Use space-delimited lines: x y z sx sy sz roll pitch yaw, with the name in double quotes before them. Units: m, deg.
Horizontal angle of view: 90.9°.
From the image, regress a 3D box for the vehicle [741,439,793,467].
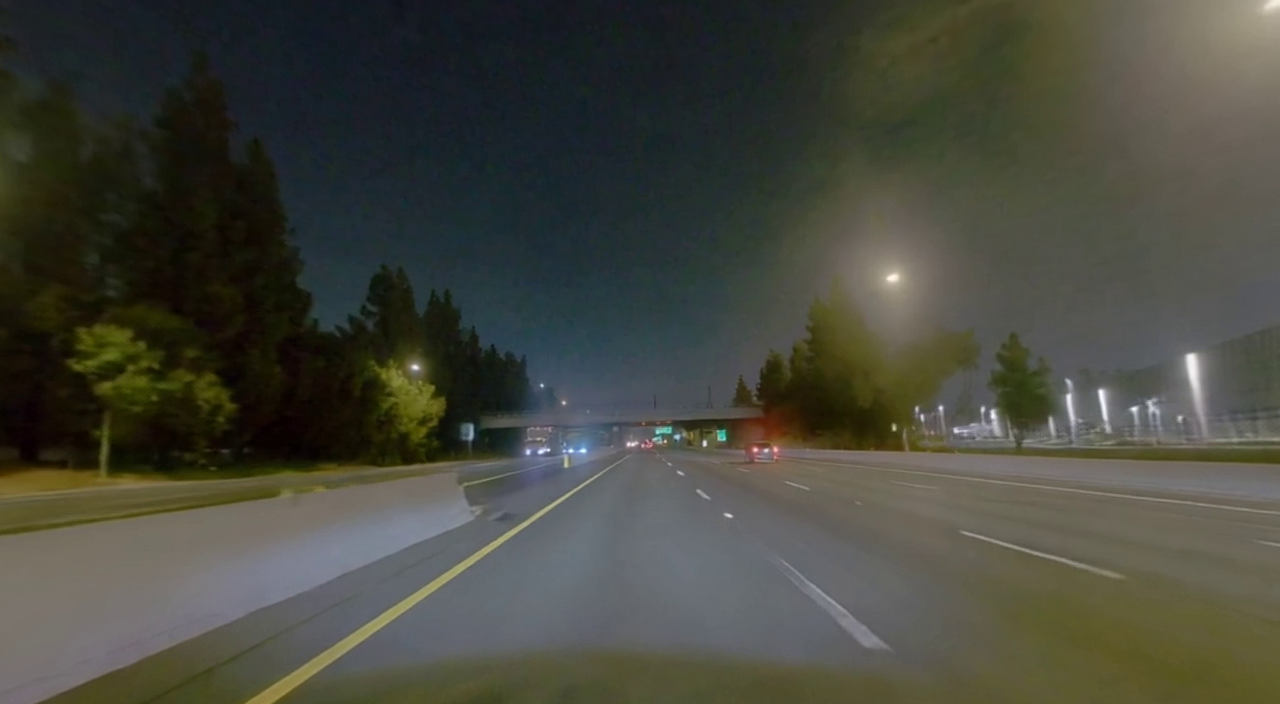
"vehicle" 7.079 5.676 35.705 2.025 1.484 4.208 0 -8 -1
